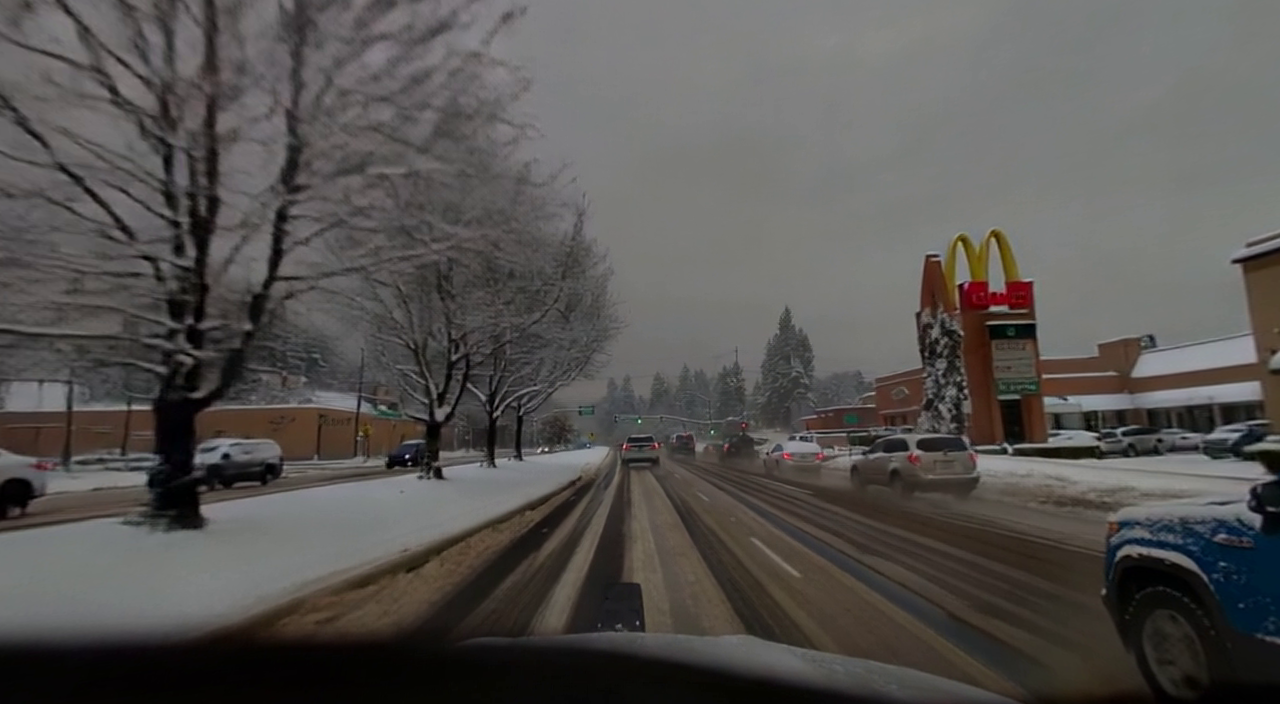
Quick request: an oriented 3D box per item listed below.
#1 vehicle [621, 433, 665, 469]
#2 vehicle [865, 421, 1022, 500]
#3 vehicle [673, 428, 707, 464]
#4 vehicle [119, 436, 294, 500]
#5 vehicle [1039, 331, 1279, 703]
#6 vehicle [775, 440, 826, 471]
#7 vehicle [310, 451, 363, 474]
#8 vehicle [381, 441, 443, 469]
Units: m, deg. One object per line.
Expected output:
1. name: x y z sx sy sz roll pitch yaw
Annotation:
1. vehicle: 0.142 5.680 36.363 2.402 1.938 4.535 0 -8 -1
2. vehicle: 7.689 2.789 16.591 1.977 1.786 4.344 0 -8 1
3. vehicle: 3.777 7.169 48.336 2.239 2.586 4.586 0 -8 0
4. vehicle: -13.980 3.739 20.908 2.159 1.836 5.038 0 -8 0
5. vehicle: 3.534 0.664 1.654 2.076 1.716 4.416 0 -8 0
6. vehicle: 8.477 5.495 33.631 1.879 1.517 4.006 -1 -8 3
7. vehicle: -21.856 7.953 45.688 1.879 1.520 3.830 0 -8 1
8. vehicle: -14.493 6.578 40.395 2.136 1.676 4.371 -1 -9 3
